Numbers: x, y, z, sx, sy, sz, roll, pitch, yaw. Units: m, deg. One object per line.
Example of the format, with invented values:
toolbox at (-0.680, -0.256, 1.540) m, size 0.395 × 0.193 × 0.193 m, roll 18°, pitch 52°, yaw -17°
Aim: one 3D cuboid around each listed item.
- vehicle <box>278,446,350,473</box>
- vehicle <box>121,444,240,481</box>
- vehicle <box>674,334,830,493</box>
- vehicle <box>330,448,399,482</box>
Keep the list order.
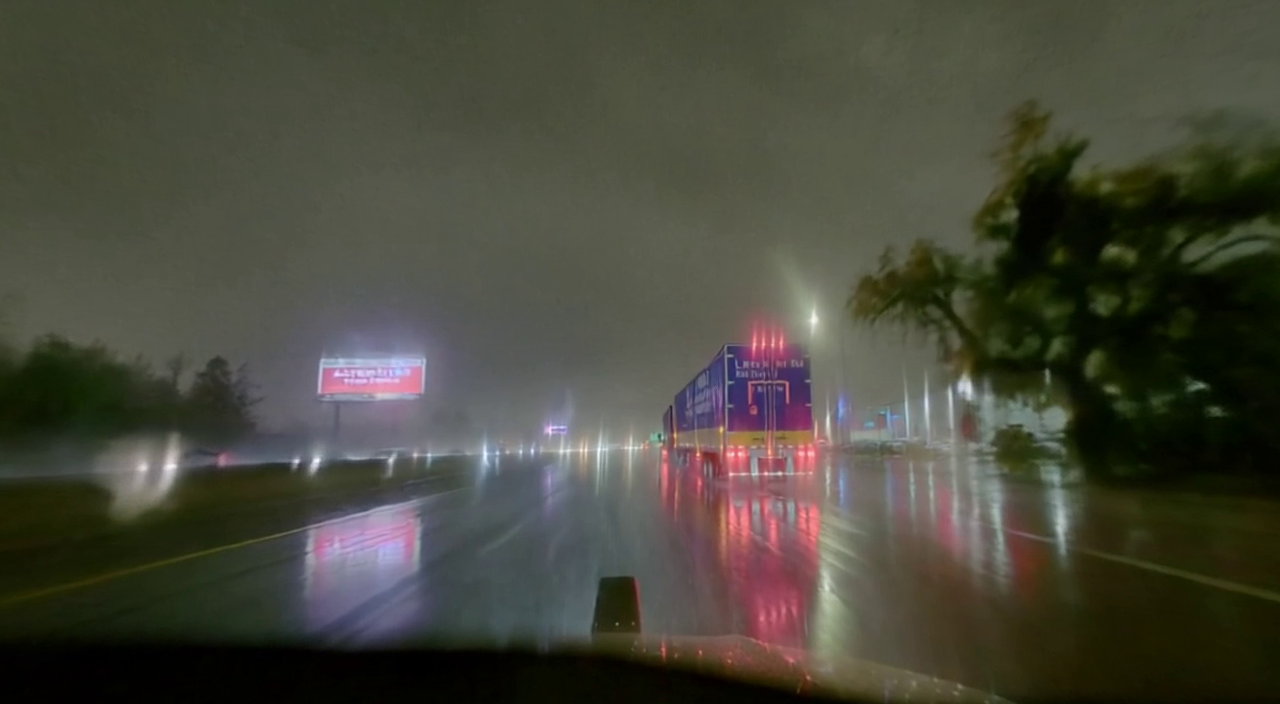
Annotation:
vehicle at (-18.682, 6.164, 36.440) m, size 1.933 × 1.487 × 4.220 m, roll 0°, pitch -9°, yaw -1°
vehicle at (-22.148, 5.336, 30.769) m, size 2.137 × 1.618 × 5.008 m, roll 0°, pitch -9°, yaw -1°
vehicle at (3.493, 2.929, 25.898) m, size 2.891 × 4.387 × 17.121 m, roll 0°, pitch -9°, yaw -1°
vehicle at (-11.264, 4.613, 26.030) m, size 1.439 × 1.299 × 3.155 m, roll 0°, pitch -9°, yaw -1°
